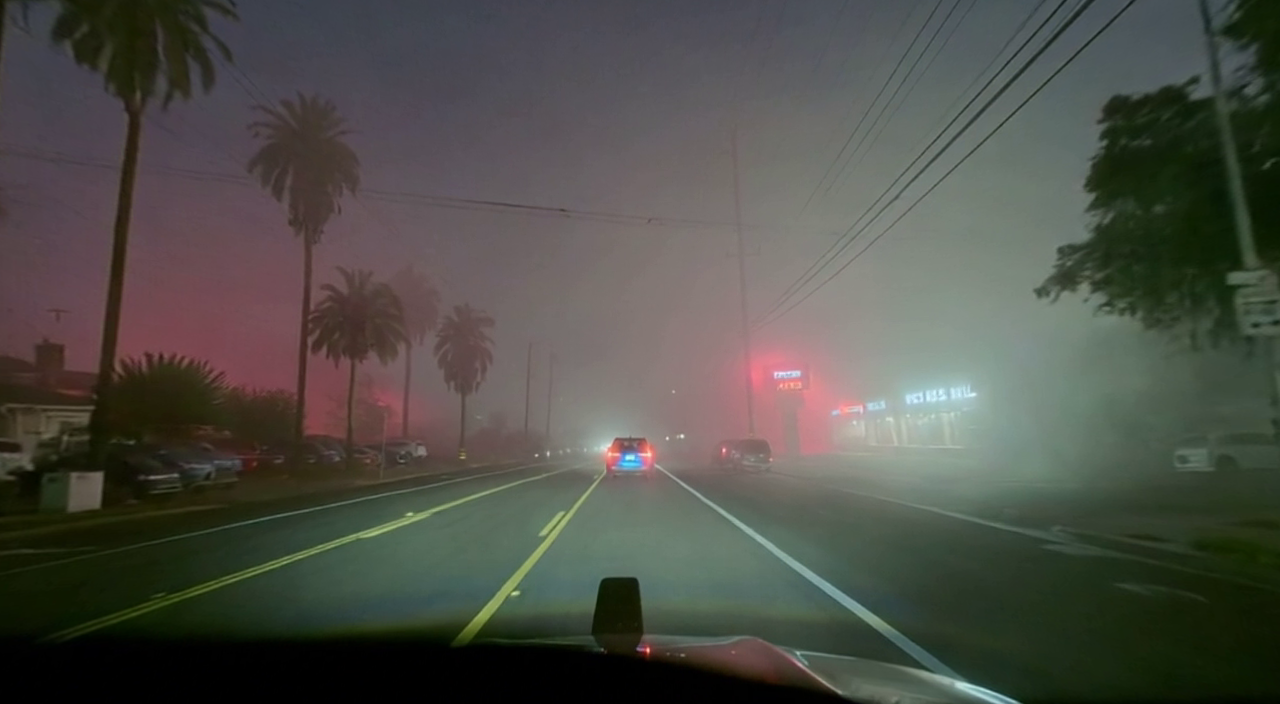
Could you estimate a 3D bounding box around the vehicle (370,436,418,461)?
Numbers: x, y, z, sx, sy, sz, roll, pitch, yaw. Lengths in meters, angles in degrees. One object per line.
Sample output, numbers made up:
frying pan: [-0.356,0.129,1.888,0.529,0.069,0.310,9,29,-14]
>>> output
vehicle: [-17.762,6.991,45.721,2.084,1.678,4.707,1,-8,-7]

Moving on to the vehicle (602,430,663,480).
vehicle: [-0.313,4.145,25.600,2.264,1.798,4.563,0,-8,-1]

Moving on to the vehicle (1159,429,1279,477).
vehicle: [20.218,3.276,20.584,4.707,1.461,1.994,0,-8,-2]

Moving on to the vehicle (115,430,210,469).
vehicle: [-22.144,4.520,29.415,1.860,1.656,4.483,2,-8,-14]

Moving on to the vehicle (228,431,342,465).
vehicle: [-19.176,5.183,34.156,4.976,1.741,1.986,7,-11,-40]

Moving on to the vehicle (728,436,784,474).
vehicle: [5.844,5.228,32.276,1.945,1.791,4.460,0,-8,0]
